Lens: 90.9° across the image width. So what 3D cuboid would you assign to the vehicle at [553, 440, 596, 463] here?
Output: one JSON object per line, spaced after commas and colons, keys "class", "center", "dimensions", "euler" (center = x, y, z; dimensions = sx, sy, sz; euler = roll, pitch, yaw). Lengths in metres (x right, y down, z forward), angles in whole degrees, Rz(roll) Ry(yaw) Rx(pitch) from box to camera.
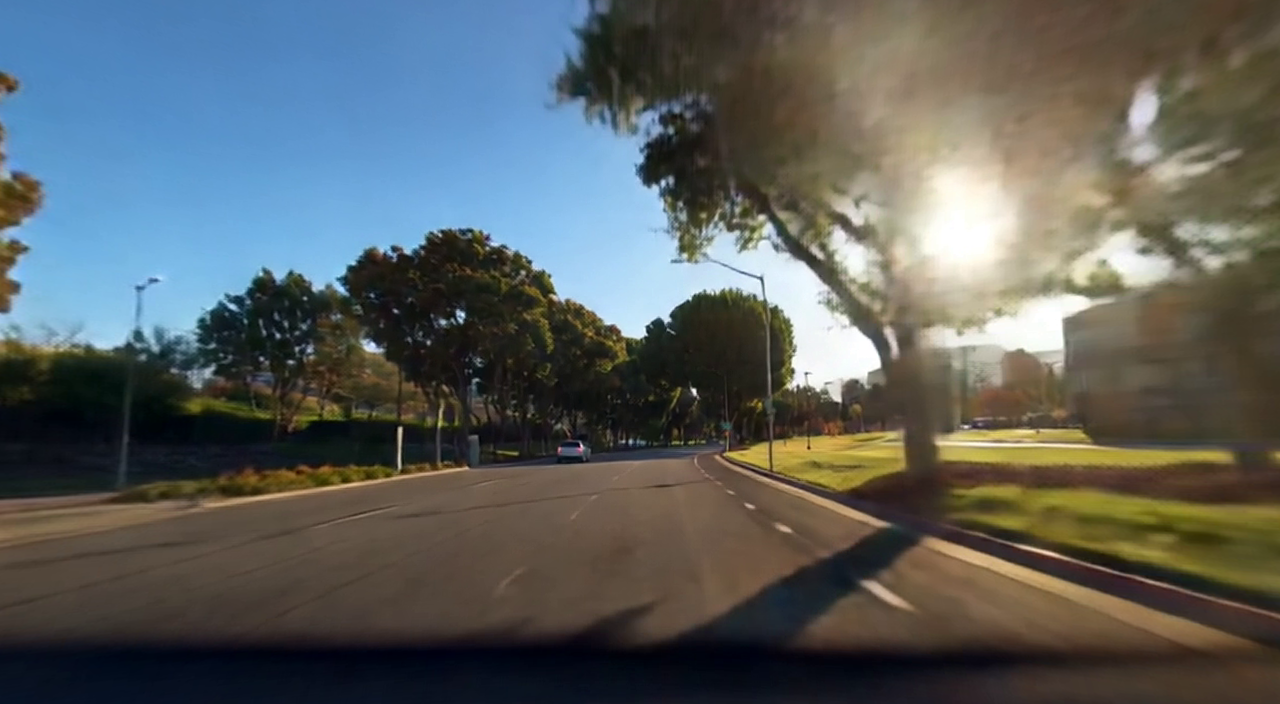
{"class": "vehicle", "center": [-4.327, 6.659, 42.463], "dimensions": [1.945, 1.461, 4.605], "euler": [-1, -8, 6]}
